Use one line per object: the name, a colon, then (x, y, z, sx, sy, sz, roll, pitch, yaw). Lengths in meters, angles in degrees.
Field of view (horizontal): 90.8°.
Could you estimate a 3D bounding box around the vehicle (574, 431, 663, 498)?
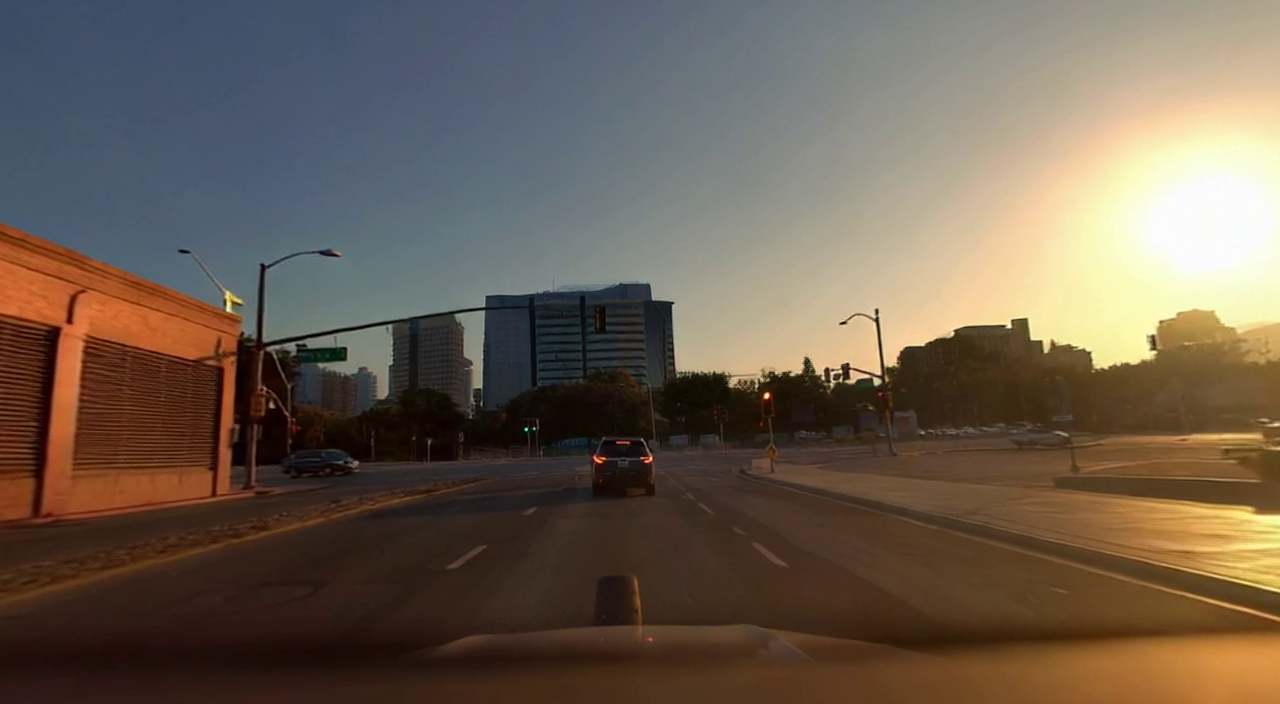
vehicle: (-0.582, 3.147, 18.072, 2.218, 1.657, 4.551, 0, -9, -1)
